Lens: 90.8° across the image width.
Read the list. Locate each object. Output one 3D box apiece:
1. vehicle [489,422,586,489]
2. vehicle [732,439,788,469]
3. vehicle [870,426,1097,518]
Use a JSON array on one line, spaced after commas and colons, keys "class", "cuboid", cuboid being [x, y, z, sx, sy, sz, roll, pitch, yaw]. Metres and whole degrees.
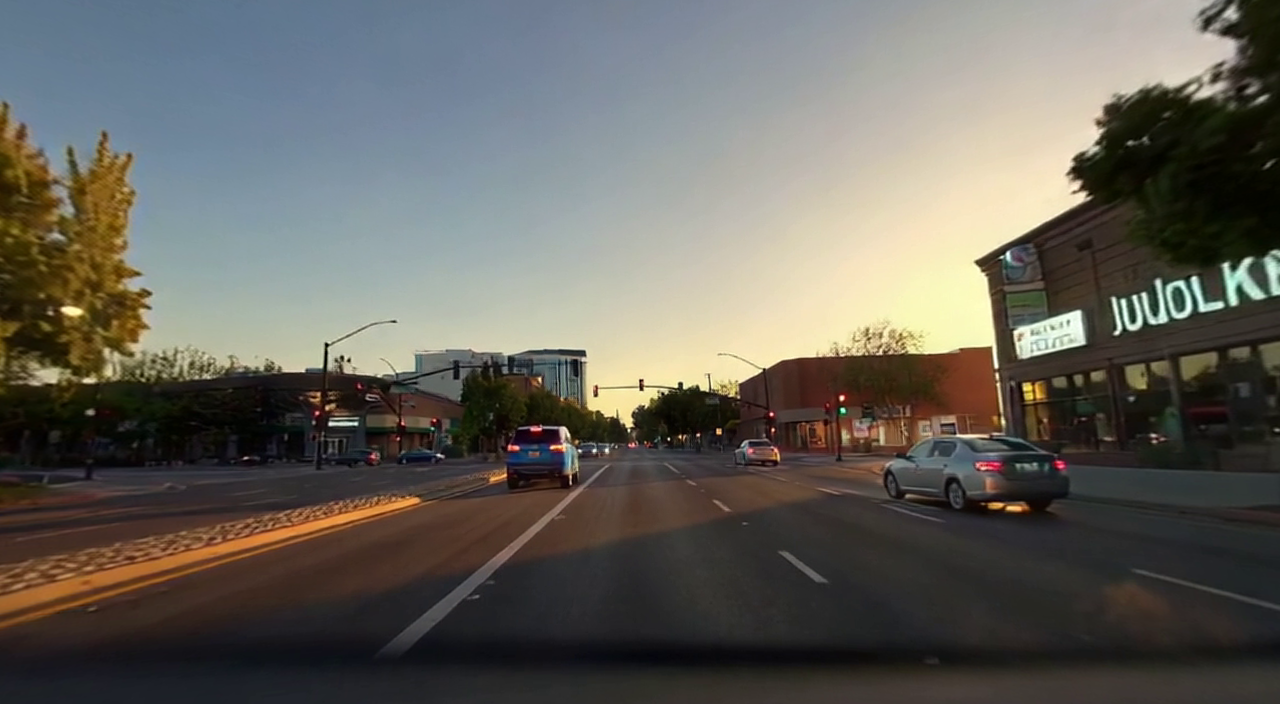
[{"class": "vehicle", "cuboid": [-3.144, 3.328, 20.588, 2.313, 1.883, 5.016, 0, -8, 0]}, {"class": "vehicle", "cuboid": [6.294, 5.399, 33.696, 1.972, 1.476, 4.775, 0, -8, -2]}, {"class": "vehicle", "cuboid": [6.774, 2.417, 13.276, 2.014, 1.539, 4.852, 0, -8, 0]}]
